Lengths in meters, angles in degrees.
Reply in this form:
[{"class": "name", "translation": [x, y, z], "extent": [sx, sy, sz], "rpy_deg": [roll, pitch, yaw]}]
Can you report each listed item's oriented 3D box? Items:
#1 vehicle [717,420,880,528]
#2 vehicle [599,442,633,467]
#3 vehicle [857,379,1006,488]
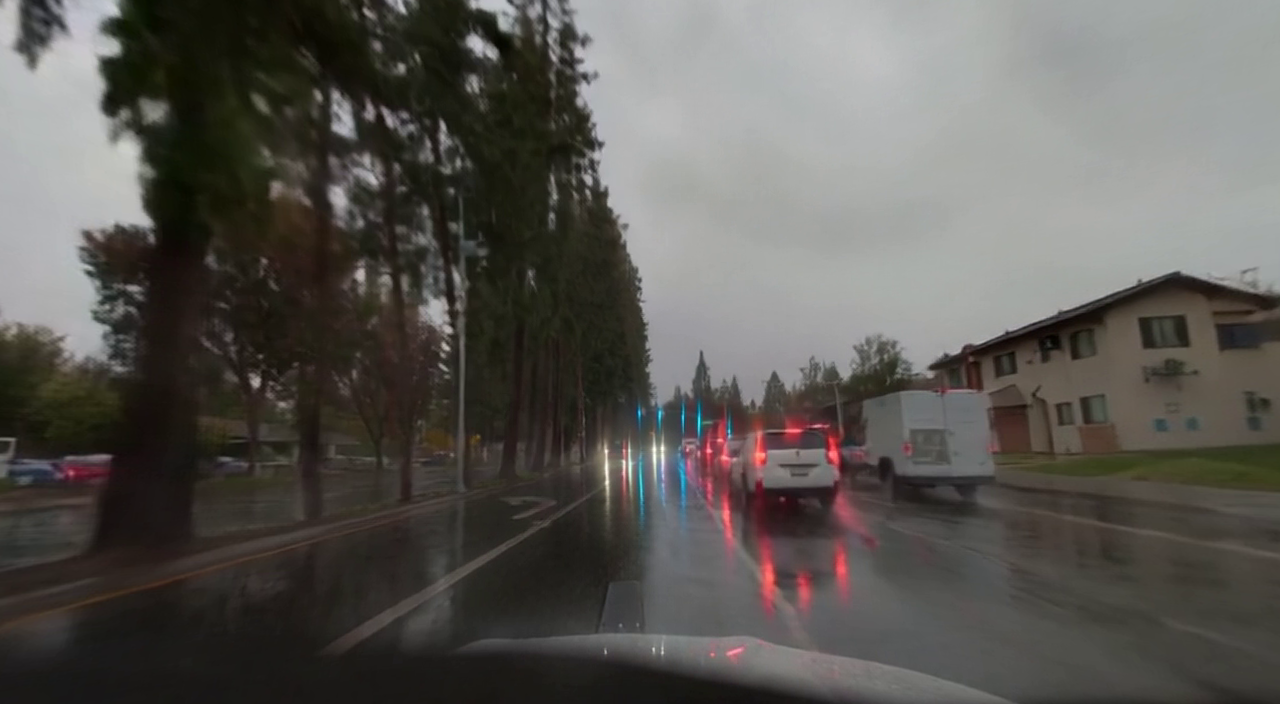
[{"class": "vehicle", "translation": [2.786, 2.274, 12.315], "extent": [2.052, 1.693, 4.554], "rpy_deg": [0, -9, 1]}, {"class": "vehicle", "translation": [-1.695, 7.437, 45.917], "extent": [2.083, 1.691, 4.398], "rpy_deg": [-1, -9, 3]}, {"class": "vehicle", "translation": [6.869, 2.013, 15.375], "extent": [1.933, 2.309, 3.468], "rpy_deg": [-1, -9, 1]}]
